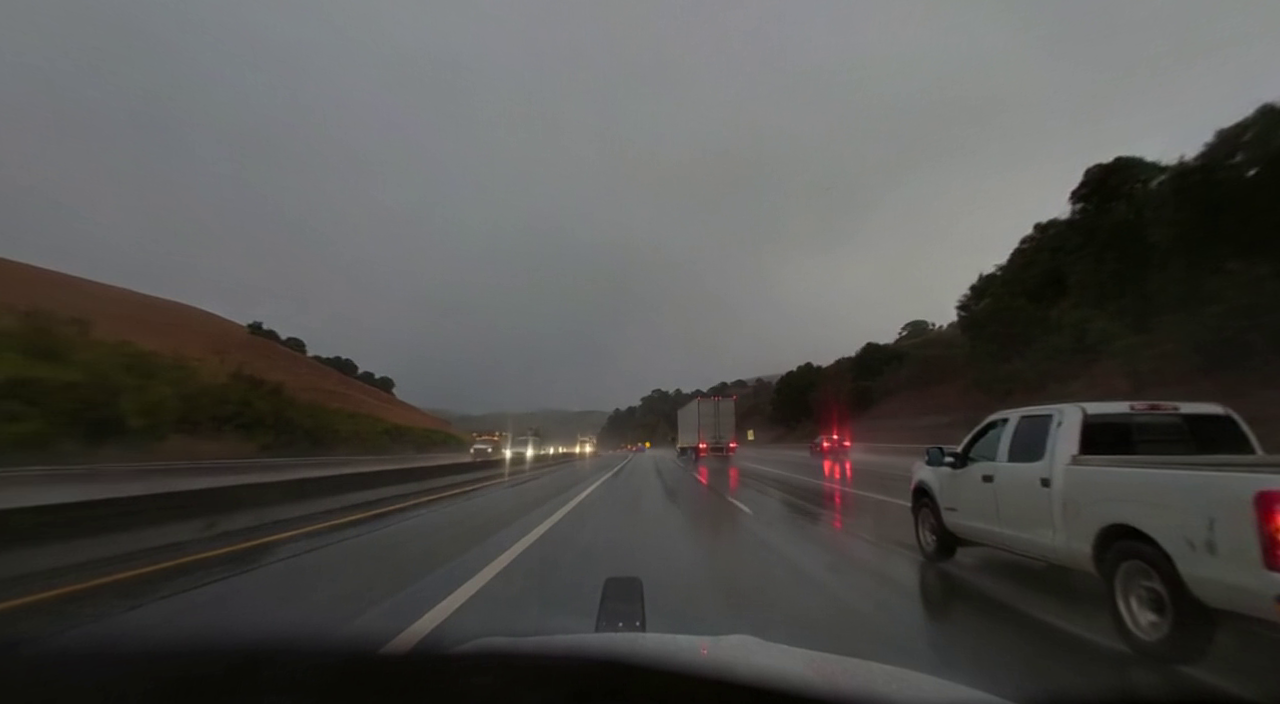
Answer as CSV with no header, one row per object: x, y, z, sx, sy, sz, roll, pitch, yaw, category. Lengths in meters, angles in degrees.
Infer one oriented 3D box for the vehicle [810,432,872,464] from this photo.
11.802,5.667,37.329,2.046,1.741,4.769,0,-9,0,vehicle

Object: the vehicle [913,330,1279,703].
3.853,1.009,4.284,2.055,1.737,4.224,0,-9,0,vehicle

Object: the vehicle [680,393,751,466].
4.432,4.990,39.527,3.049,3.968,10.706,0,-9,-1,vehicle
